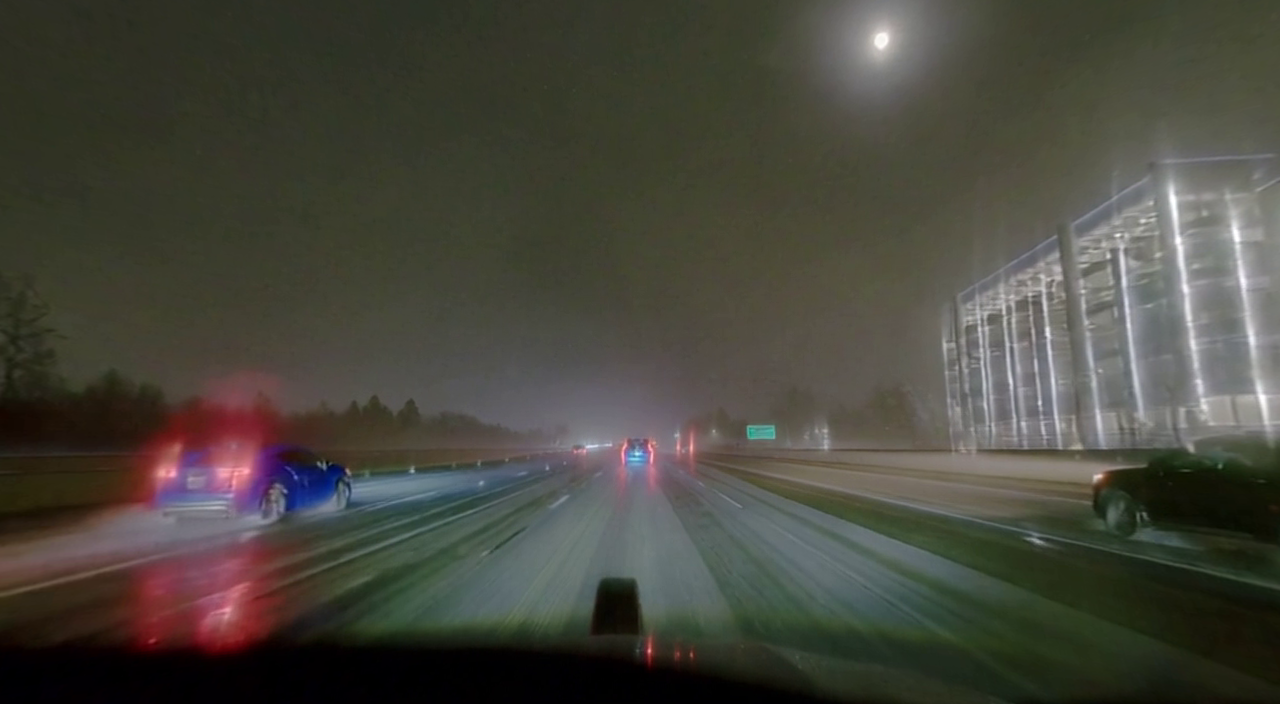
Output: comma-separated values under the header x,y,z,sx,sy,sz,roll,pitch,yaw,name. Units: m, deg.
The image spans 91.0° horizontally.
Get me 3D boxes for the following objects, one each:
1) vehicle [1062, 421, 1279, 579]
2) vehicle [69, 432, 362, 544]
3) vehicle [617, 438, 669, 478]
x,y,z,sx,sy,sz,roll,pitch,yaw,name
7.108,1.514,6.668,1.937,1.498,4.710,0,-8,-1,vehicle
-6.645,2.137,10.615,1.978,1.477,4.239,0,-8,0,vehicle
0.108,4.450,26.693,2.036,1.542,3.891,0,-8,0,vehicle
